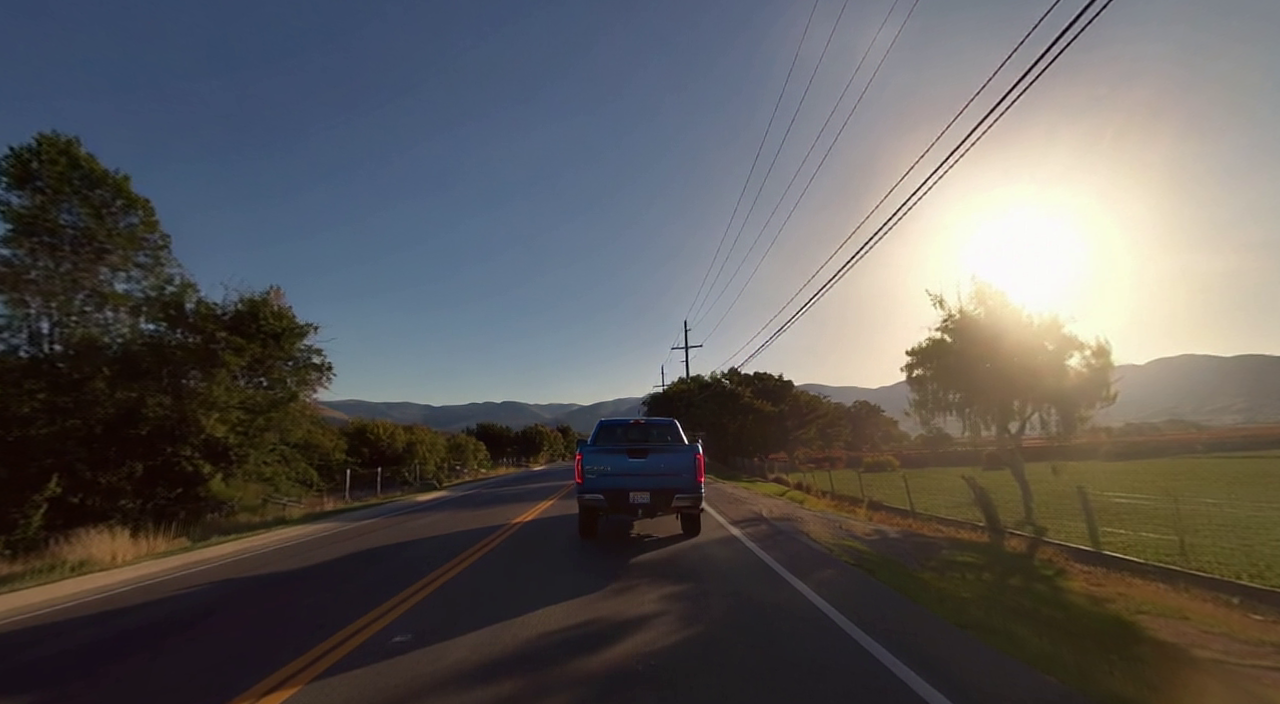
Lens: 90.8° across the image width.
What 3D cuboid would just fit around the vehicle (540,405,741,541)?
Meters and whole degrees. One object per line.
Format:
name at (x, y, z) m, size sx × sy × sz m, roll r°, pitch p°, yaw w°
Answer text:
vehicle at (-0.064, 2.112, 11.773) m, size 2.774 × 1.861 × 5.885 m, roll 0°, pitch -8°, yaw -2°
